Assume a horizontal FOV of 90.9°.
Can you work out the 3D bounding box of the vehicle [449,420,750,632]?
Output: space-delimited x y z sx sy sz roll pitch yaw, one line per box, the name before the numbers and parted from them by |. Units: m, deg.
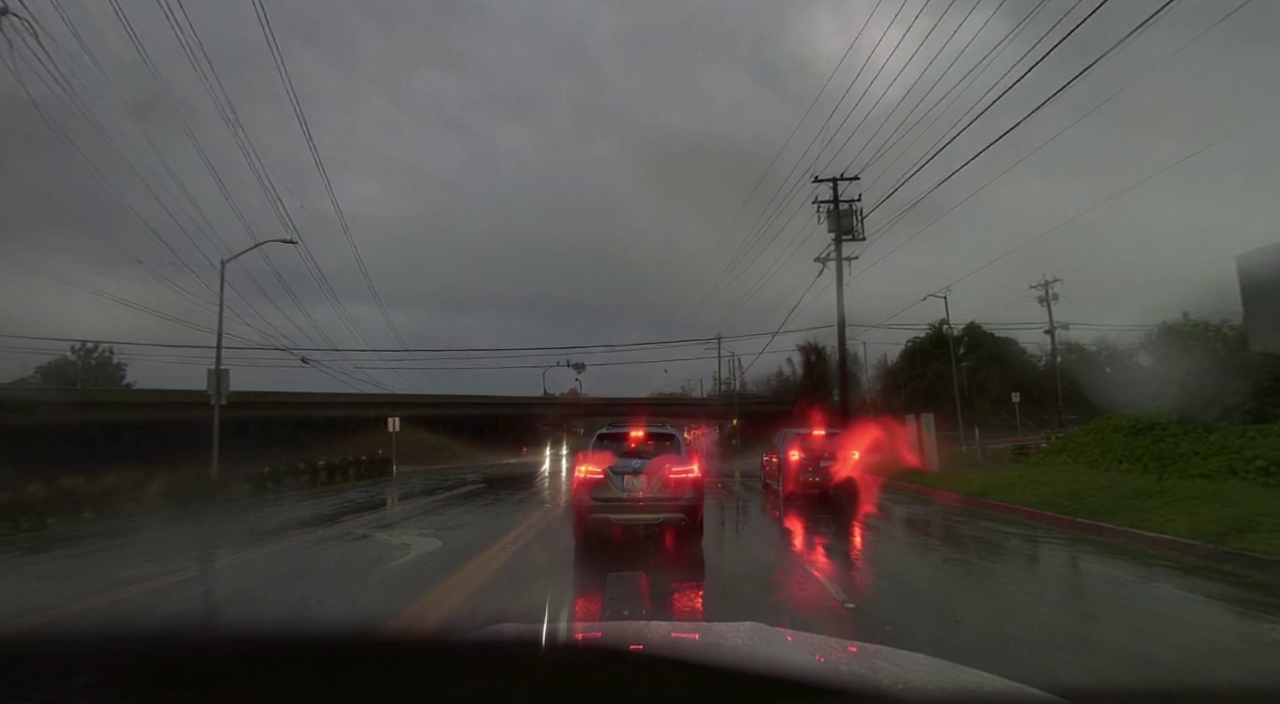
vehicle | -0.246 1.521 6.469 2.090 1.458 4.033 -1 -9 1
